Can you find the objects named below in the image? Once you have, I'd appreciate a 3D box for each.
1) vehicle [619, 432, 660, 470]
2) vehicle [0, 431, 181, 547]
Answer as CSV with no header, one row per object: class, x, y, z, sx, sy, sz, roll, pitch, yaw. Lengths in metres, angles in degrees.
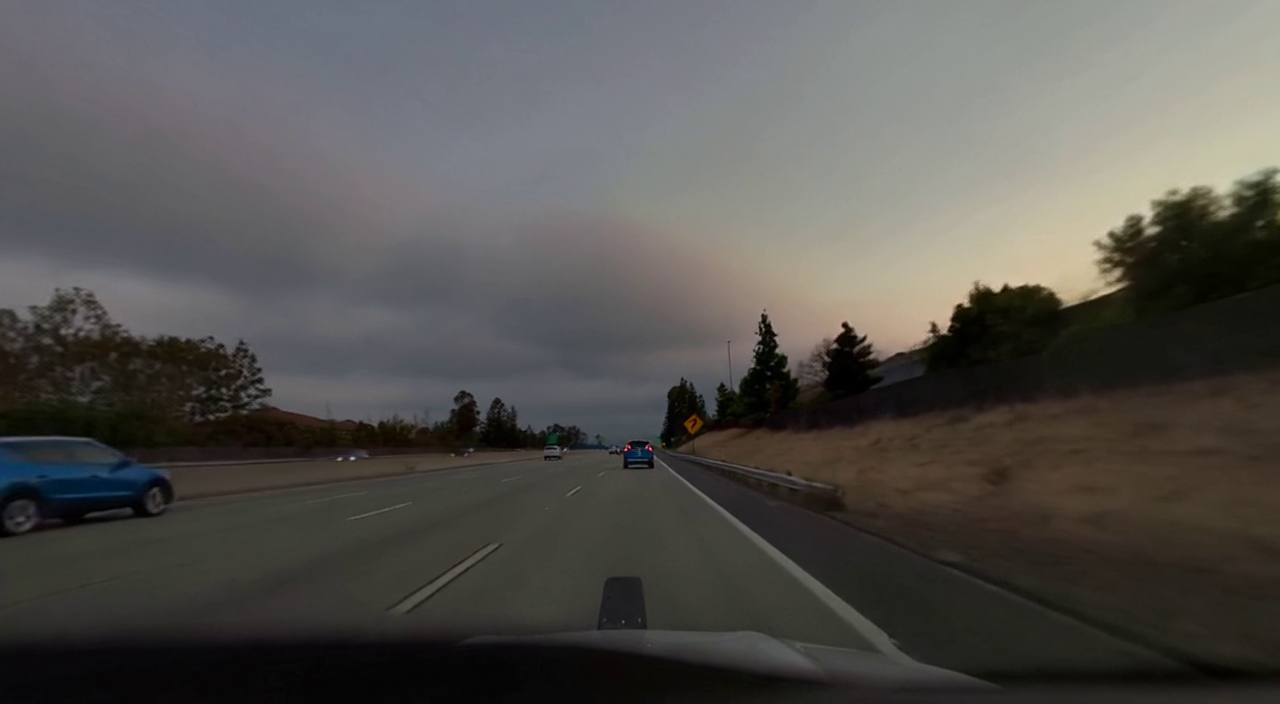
vehicle,-0.027,5.963,38.183,2.318,2.145,4.561,0,-8,0
vehicle,-10.324,2.151,10.214,2.037,1.661,4.885,0,-8,1
